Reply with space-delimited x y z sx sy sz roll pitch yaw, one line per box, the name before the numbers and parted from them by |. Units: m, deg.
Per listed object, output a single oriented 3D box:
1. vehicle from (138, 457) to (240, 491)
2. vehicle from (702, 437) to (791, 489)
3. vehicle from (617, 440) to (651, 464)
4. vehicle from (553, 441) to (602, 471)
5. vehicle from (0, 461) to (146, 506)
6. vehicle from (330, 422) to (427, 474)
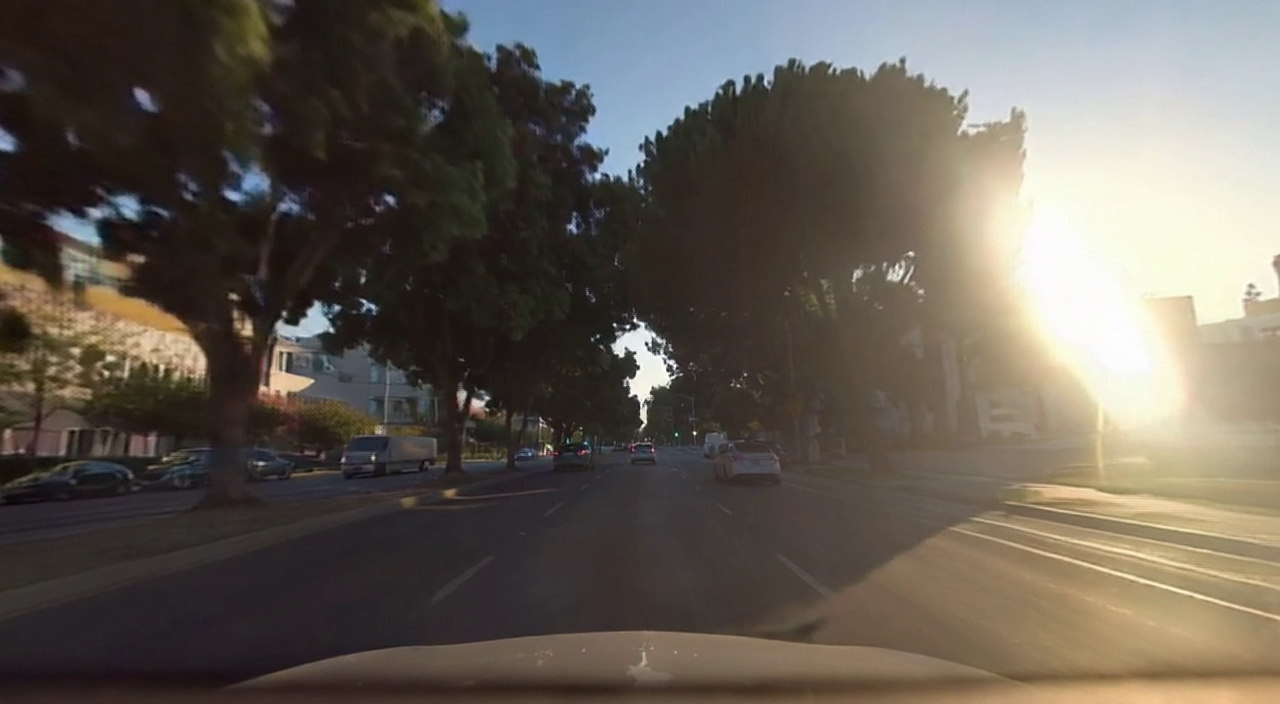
vehicle | -22.562 6.099 31.775 1.871 1.471 4.482 0 -8 0
vehicle | 3.314 3.536 20.500 1.990 1.486 4.431 0 -8 -2
vehicle | -0.376 6.472 40.855 2.101 1.480 3.929 0 -8 0
vehicle | -3.182 5.420 33.163 2.082 1.467 4.379 0 -8 1
vehicle | -22.622 5.179 25.222 1.801 1.467 4.723 0 -8 0
vehicle | -19.001 7.061 46.630 2.995 3.396 9.534 0 -8 0
